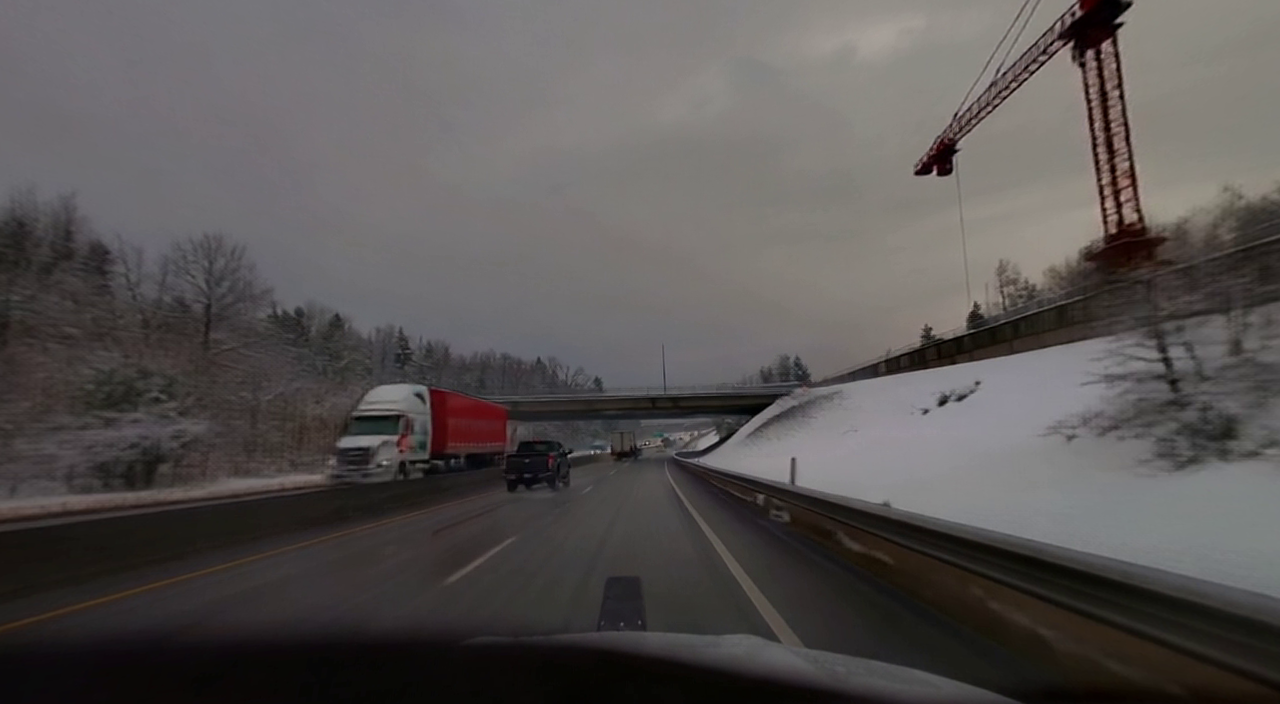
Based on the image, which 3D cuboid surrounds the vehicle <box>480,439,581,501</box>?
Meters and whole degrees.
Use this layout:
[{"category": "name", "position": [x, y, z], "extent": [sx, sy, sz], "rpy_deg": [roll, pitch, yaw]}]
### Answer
[{"category": "vehicle", "position": [-3.144, 3.510, 19.027], "extent": [2.194, 1.648, 3.984], "rpy_deg": [0, -9, 2]}]

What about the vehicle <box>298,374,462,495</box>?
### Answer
[{"category": "vehicle", "position": [-9.411, 3.159, 23.742], "extent": [3.436, 3.972, 5.728], "rpy_deg": [-1, -9, 2]}]
